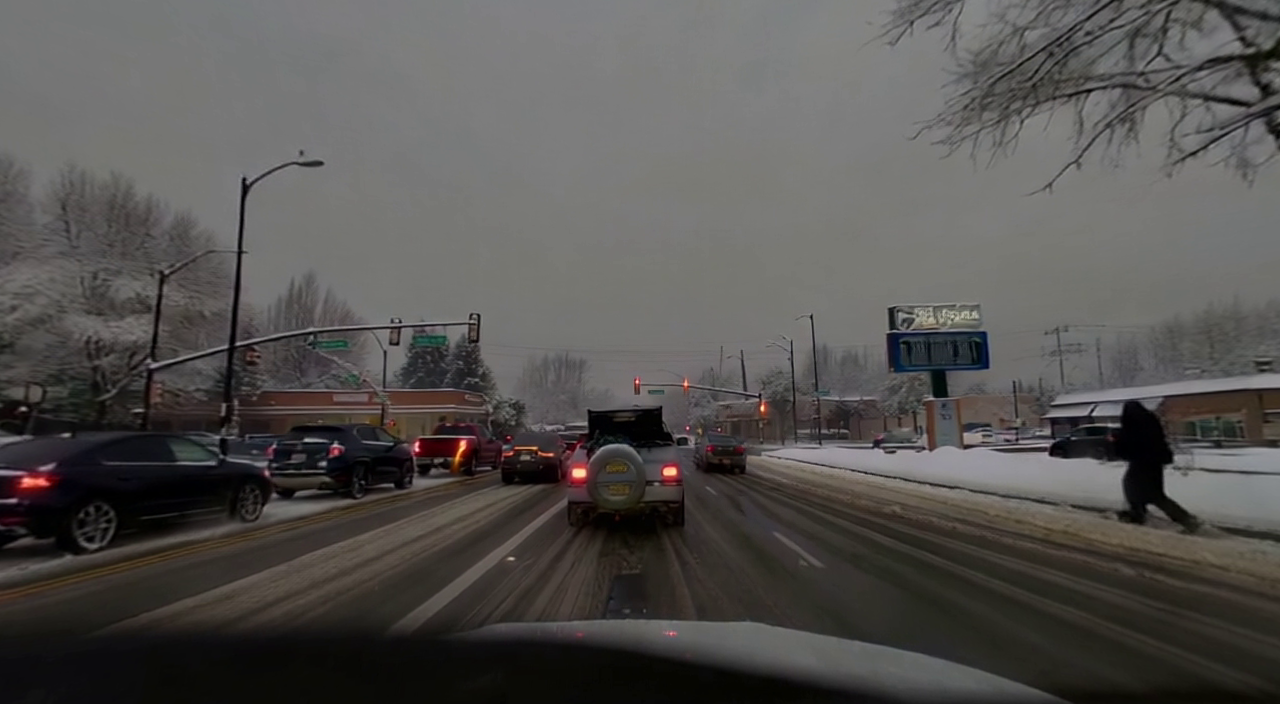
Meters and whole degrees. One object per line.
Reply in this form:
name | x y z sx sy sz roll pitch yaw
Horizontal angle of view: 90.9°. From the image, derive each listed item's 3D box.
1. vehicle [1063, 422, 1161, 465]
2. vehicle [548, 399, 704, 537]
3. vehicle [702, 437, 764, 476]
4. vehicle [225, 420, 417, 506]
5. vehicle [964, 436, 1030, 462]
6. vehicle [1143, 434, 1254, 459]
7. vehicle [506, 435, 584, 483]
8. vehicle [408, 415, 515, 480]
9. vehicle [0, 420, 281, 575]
vehicle | 19.609 3.795 26.136 4.156 1.622 1.924 6 -10 -35
vehicle | -0.188 1.866 10.619 2.064 1.817 4.298 0 -8 0
vehicle | 3.696 4.228 25.785 2.023 1.441 4.240 0 -8 1
vehicle | -6.988 2.477 14.480 1.941 1.655 4.503 0 -8 1
vehicle | 20.509 5.560 36.200 3.836 1.443 1.694 6 -10 -34
vehicle | 29.800 5.064 33.745 4.176 1.313 1.719 0 -9 3
vehicle | -3.141 3.639 21.742 1.894 1.461 4.080 0 -8 2
vehicle | -6.270 3.449 22.818 2.496 2.112 4.351 0 -8 1
vehicle | -6.886 1.698 8.196 1.831 1.451 4.382 0 -8 0
